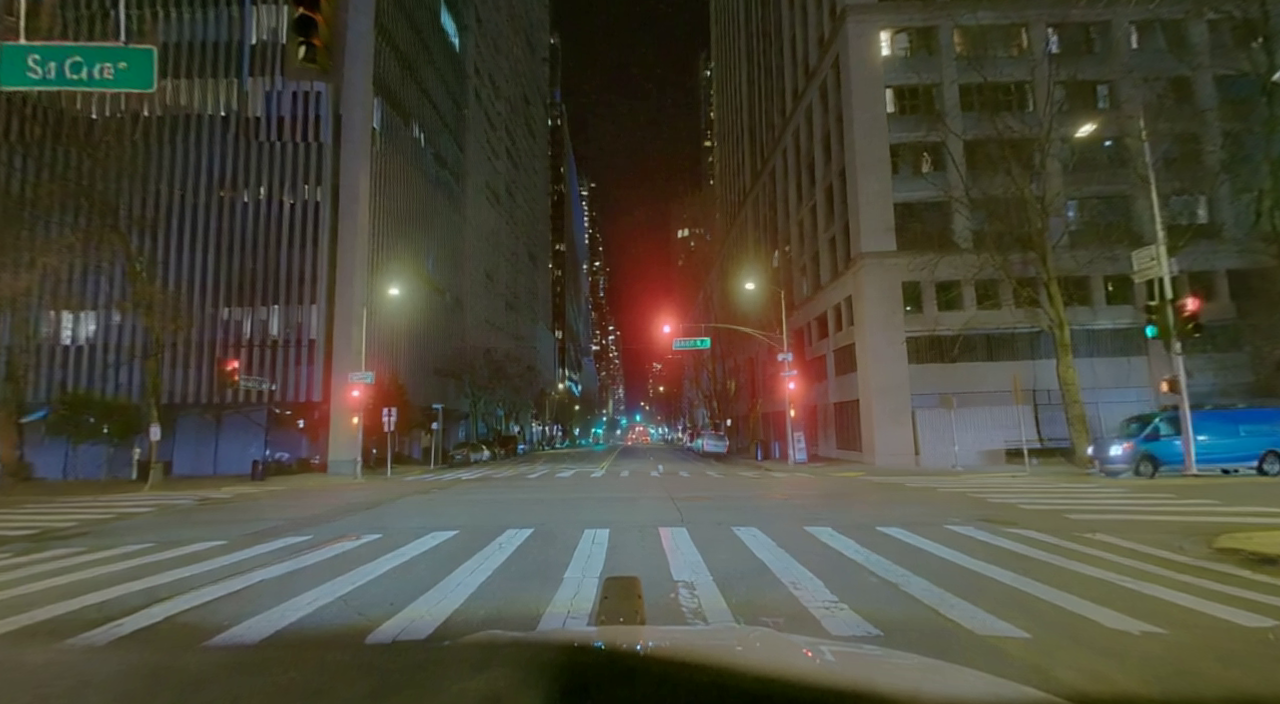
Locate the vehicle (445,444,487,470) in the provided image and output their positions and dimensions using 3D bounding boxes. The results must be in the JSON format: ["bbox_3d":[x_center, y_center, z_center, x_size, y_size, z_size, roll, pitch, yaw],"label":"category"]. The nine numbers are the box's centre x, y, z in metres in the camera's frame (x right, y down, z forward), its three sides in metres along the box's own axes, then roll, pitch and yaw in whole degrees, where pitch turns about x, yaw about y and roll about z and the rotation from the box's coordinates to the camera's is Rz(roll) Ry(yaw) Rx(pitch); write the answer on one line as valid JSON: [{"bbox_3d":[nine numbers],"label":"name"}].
[{"bbox_3d":[-12.452,7.506,45.375,1.935,1.639,4.244,-3,-8,-2],"label":"vehicle"}]

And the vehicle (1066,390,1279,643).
[{"bbox_3d":[5.642,1.132,4.222,2.070,1.804,4.881,0,-8,-1],"label":"vehicle"}]
